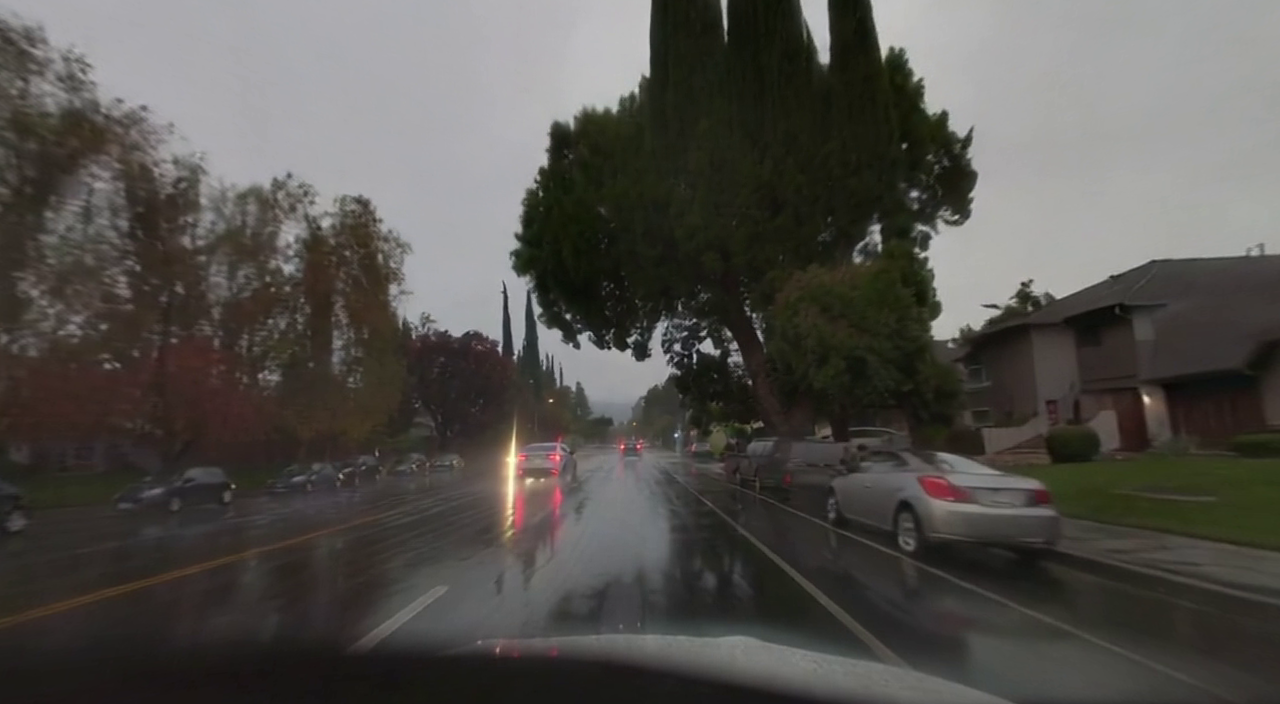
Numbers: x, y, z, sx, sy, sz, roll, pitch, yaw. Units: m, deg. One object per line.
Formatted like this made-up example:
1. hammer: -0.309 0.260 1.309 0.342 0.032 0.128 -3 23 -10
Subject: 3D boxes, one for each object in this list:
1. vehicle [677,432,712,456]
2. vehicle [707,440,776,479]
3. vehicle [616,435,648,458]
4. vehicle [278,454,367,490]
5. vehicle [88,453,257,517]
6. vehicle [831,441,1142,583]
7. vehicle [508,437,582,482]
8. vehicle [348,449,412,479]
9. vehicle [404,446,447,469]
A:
1. vehicle: 4.165 7.103 48.719 2.139 1.794 4.743 0 -8 -2
2. vehicle: 4.175 4.522 26.854 1.928 1.479 5.069 0 -8 -2
3. vehicle: -0.516 6.521 43.478 2.088 1.495 4.048 0 -8 0
4. vehicle: -14.699 5.544 29.581 1.827 1.480 4.738 0 -8 -1
5. vehicle: -14.700 4.156 20.292 1.914 1.747 4.550 0 -8 0
6. vehicle: 4.280 1.995 8.825 1.890 1.459 4.371 0 -8 1
7. vehicle: -3.387 3.943 23.429 2.027 1.477 4.413 0 -8 1
8. vehicle: -14.673 6.316 35.955 1.830 1.511 4.734 0 -8 -2
9. vehicle: -14.822 7.309 43.815 1.703 1.486 3.862 0 -8 -1
